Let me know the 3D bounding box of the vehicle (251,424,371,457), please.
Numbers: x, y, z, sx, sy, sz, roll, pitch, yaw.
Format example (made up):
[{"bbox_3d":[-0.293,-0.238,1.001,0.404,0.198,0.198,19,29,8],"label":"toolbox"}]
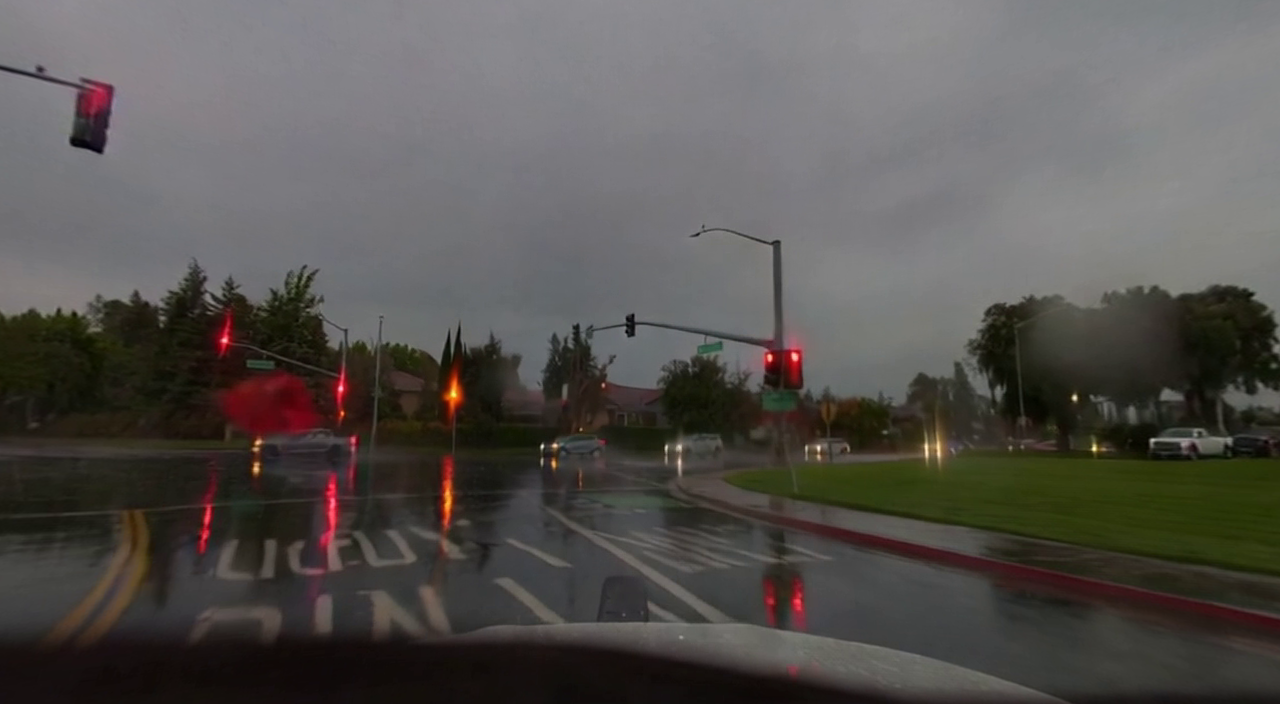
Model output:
[{"bbox_3d":[-15.632,4.262,29.977,4.740,1.462,1.828,7,-11,-38],"label":"vehicle"}]

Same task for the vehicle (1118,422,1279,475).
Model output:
[{"bbox_3d":[26.385,4.502,29.364,2.437,2.249,5.939,9,-12,-44],"label":"vehicle"}]

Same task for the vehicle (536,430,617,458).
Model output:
[{"bbox_3d":[-3.915,5.745,39.000,4.649,1.585,1.965,7,-11,-38],"label":"vehicle"}]

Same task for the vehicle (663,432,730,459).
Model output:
[{"bbox_3d":[3.701,6.069,40.643,4.135,1.633,1.990,8,-11,-40],"label":"vehicle"}]
